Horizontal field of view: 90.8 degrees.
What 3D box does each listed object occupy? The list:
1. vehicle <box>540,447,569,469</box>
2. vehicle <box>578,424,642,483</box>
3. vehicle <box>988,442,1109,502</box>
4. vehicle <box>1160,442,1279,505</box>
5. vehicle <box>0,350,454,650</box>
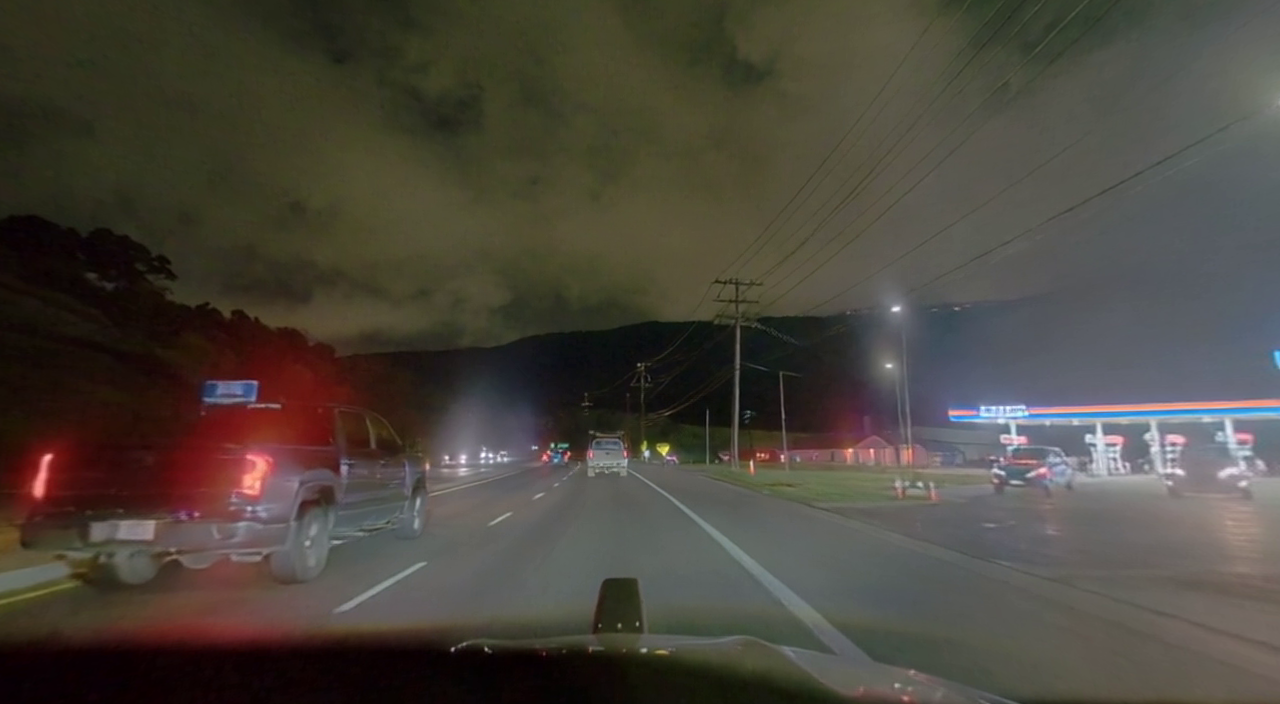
[{"bbox_3d":[-6.287,7.816,46.787,1.972,1.496,4.150,1,-9,-5],"label":"vehicle"},{"bbox_3d":[-1.348,4.371,27.497,2.486,2.280,5.291,0,-9,-4],"label":"vehicle"},{"bbox_3d":[14.906,4.237,22.920,5.331,1.917,2.166,7,-11,-41],"label":"vehicle"},{"bbox_3d":[19.619,3.942,21.106,5.424,1.844,2.255,7,-11,-39],"label":"vehicle"},{"bbox_3d":[-4.113,1.397,7.151,2.345,2.012,5.693,0,-8,-1],"label":"vehicle"}]
